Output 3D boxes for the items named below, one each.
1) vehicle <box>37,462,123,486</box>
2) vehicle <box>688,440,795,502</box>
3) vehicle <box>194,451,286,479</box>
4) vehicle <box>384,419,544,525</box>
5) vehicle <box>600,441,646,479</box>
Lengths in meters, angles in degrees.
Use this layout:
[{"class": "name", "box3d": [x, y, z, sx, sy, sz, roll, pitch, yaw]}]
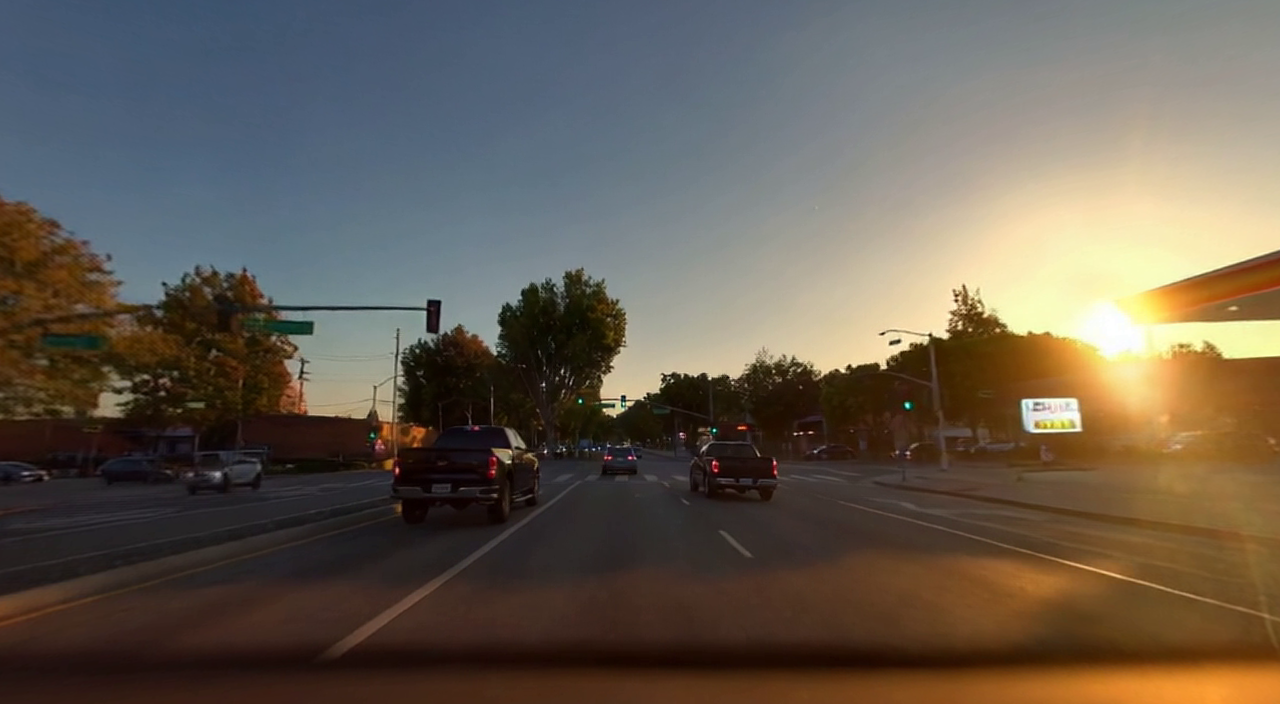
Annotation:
[{"class": "vehicle", "box3d": [-37.969, 8.248, 42.918, 3.849, 1.510, 1.865, 1, -9, -10]}, {"class": "vehicle", "box3d": [2.666, 3.264, 17.827, 2.061, 1.487, 4.462, 0, -9, -3]}, {"class": "vehicle", "box3d": [-29.744, 8.412, 47.072, 5.204, 1.963, 2.395, 0, -9, 2]}, {"class": "vehicle", "box3d": [-3.636, 2.603, 14.371, 2.195, 1.905, 5.634, 0, -9, -2]}, {"class": "vehicle", "box3d": [-0.847, 5.002, 29.460, 2.029, 1.605, 3.827, 0, -9, -3]}]
